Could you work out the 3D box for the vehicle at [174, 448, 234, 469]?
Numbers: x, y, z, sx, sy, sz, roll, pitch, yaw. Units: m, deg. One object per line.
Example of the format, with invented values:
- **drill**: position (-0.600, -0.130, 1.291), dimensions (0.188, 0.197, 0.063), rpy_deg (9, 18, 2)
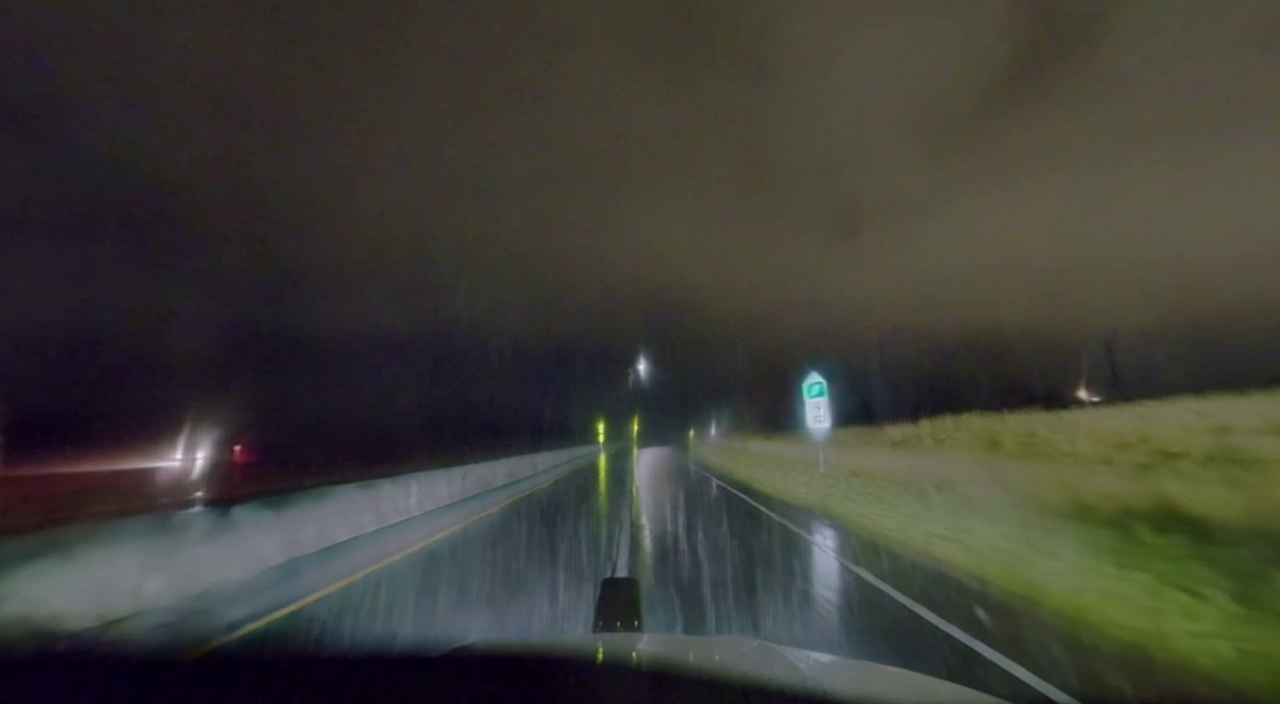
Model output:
- **vehicle**: position (-33.140, 8.082, 47.856), dimensions (1.778, 1.482, 3.819), rpy_deg (0, -8, 1)
